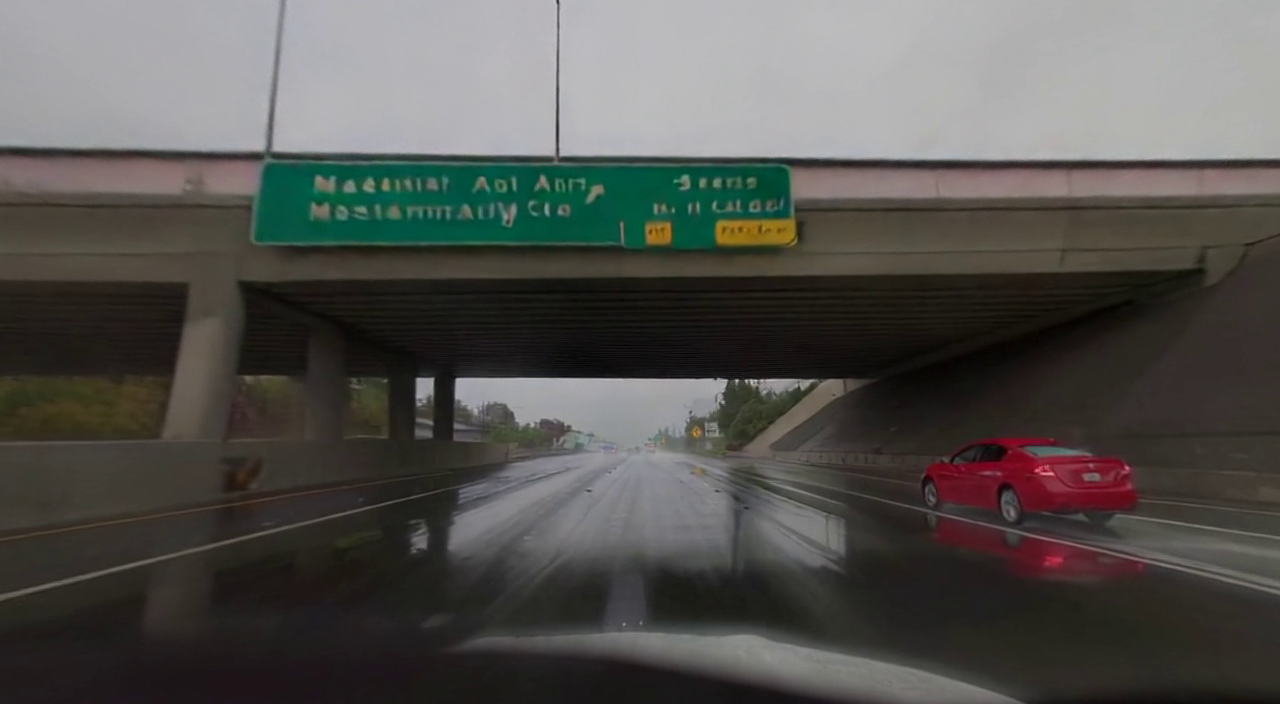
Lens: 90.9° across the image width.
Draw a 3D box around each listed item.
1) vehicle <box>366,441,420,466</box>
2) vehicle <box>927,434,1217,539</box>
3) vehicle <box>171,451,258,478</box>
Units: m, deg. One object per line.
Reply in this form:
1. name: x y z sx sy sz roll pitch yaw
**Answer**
1. vehicle: -17.824 7.367 45.774 1.961 1.700 4.758 0 -8 0
2. vehicle: 7.173 2.244 11.264 1.914 1.465 4.574 0 -8 0
3. vehicle: -24.654 6.501 36.749 1.834 1.450 4.501 0 -8 1
